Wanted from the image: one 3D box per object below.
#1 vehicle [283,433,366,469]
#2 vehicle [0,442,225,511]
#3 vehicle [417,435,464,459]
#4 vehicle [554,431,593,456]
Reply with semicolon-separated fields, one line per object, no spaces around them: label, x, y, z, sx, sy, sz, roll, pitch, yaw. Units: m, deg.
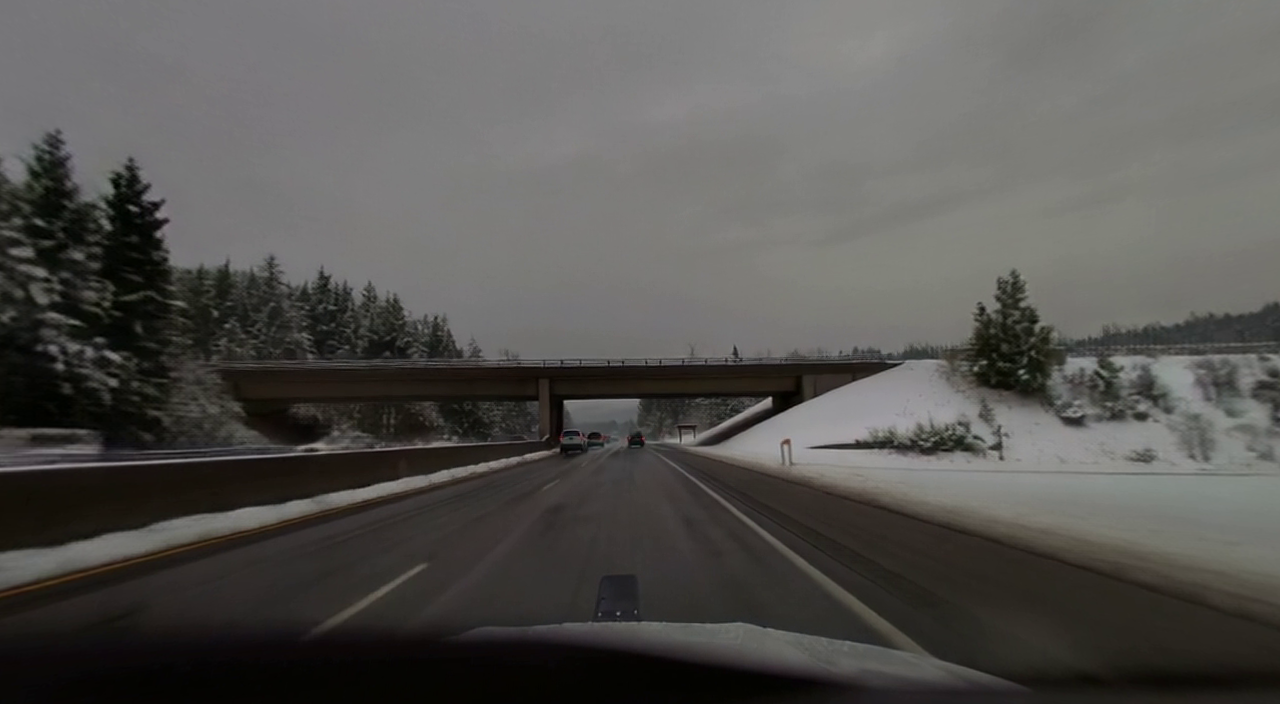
vehicle;-16.569;5.200;33.349;2.047;1.704;4.524;0;-8;0
vehicle;-12.745;2.970;15.662;2.012;1.428;4.247;0;-8;-1
vehicle;-12.873;6.145;40.871;1.725;1.446;3.914;0;-8;0
vehicle;-4.399;6.126;42.210;2.169;1.588;4.264;0;-8;-1
